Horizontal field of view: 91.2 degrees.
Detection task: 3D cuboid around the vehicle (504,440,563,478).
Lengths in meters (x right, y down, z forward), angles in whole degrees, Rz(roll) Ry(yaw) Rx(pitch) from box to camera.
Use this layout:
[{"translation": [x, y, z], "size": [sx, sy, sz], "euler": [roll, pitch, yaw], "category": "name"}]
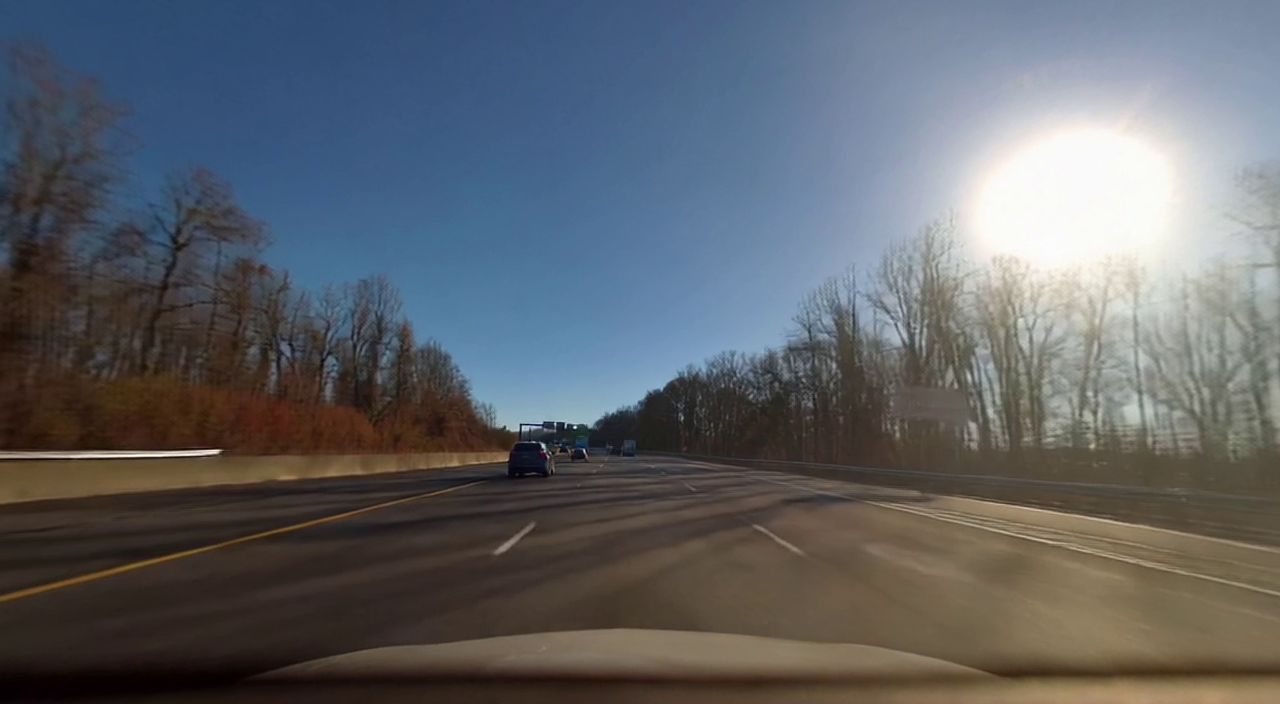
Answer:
[{"translation": [-5.086, 5.182, 30.534], "size": [2.151, 1.693, 4.201], "euler": [0, -9, -1], "category": "vehicle"}]
